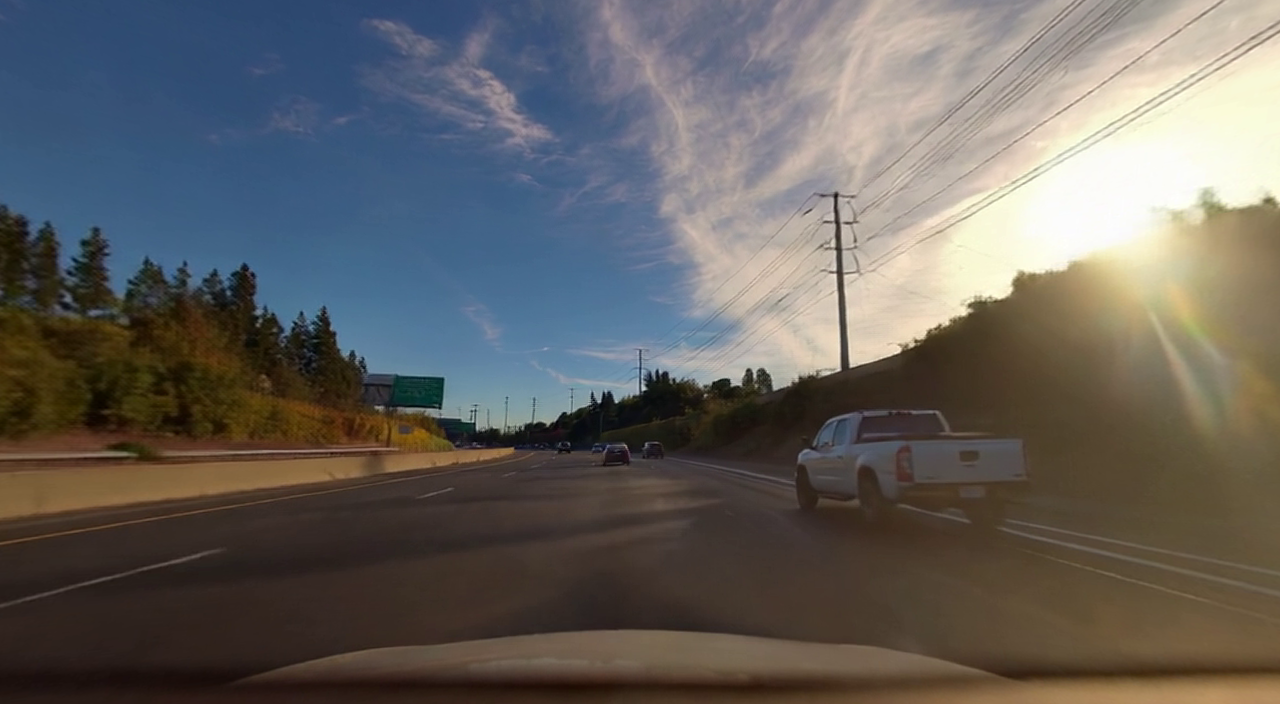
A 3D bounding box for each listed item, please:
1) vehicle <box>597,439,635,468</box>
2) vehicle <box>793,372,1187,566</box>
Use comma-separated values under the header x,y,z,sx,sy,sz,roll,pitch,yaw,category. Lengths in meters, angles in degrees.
x,y,z,sx,sy,sz,roll,pitch,yaw,category
-1.574,6.337,39.588,2.188,1.714,3.921,1,-8,-5,vehicle
4.438,1.666,9.729,2.504,2.033,5.979,0,-8,-2,vehicle
